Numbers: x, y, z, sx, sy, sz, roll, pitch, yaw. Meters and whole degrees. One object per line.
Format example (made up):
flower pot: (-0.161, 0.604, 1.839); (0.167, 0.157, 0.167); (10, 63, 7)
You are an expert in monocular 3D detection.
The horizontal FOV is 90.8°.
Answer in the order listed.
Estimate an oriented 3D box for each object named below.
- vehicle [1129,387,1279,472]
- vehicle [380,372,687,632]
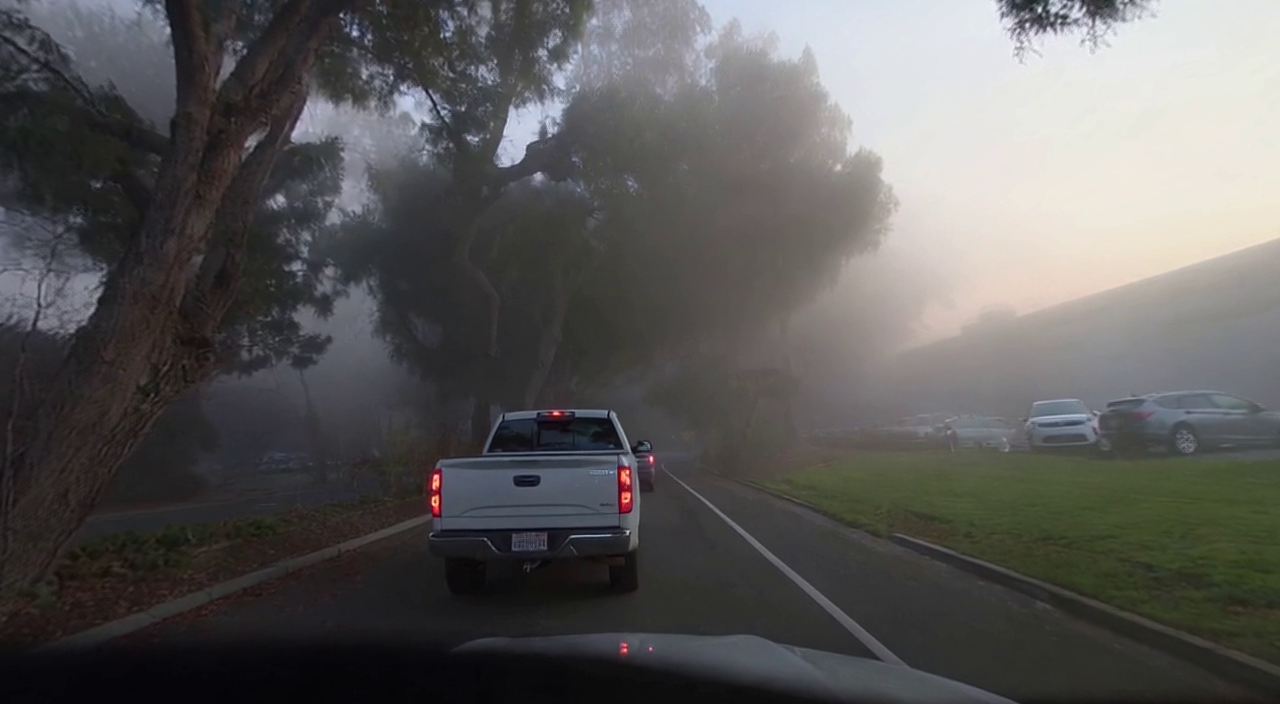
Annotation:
vehicle: (11.883, 1.402, 11.478); (4.298, 1.392, 1.944); (-1, -8, 2)
vehicle: (-0.681, 1.419, 7.033); (2.157, 1.816, 5.039); (0, -8, 2)
